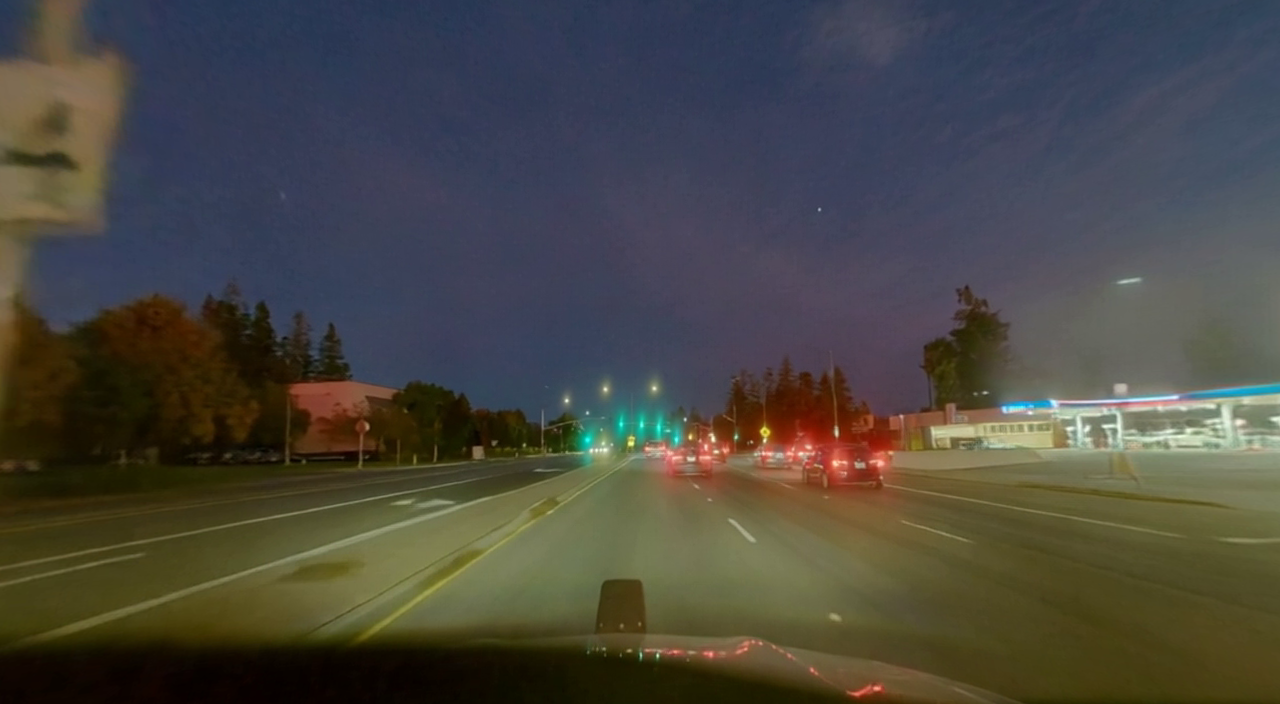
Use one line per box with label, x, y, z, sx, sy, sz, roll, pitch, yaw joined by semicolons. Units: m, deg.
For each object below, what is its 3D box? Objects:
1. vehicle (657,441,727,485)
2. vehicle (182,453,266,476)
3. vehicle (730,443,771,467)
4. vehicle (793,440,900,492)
vehicle;1.809;4.057;23.317;1.971;1.479;4.493;0;-8;-3
vehicle;-29.083;7.865;43.986;4.510;1.504;2.005;-1;-8;3
vehicle;7.245;6.809;41.556;1.930;1.479;4.477;0;-8;1
vehicle;6.487;3.601;20.309;1.918;1.484;4.456;0;-8;0
